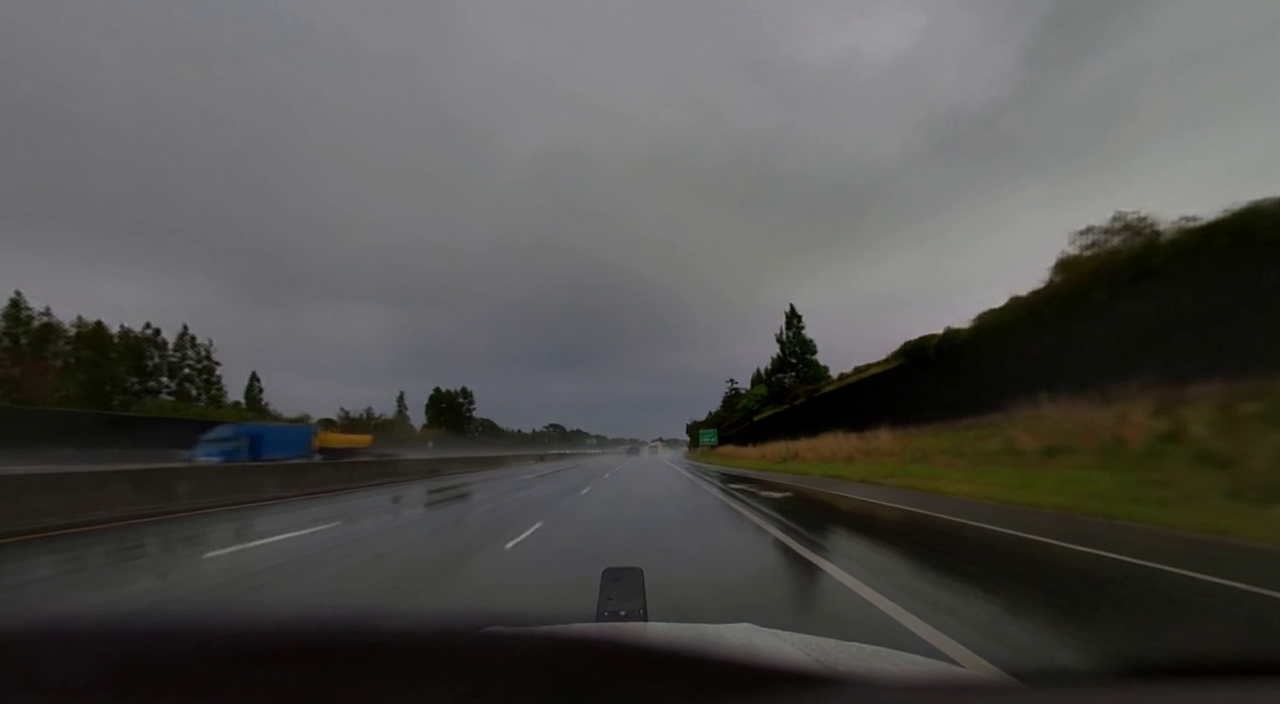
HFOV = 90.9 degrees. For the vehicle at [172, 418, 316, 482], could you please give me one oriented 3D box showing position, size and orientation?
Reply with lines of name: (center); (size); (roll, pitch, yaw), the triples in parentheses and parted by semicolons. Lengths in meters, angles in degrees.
vehicle: (-22.052, 5.574, 35.806); (2.916, 3.179, 7.832); (0, -9, 1)
